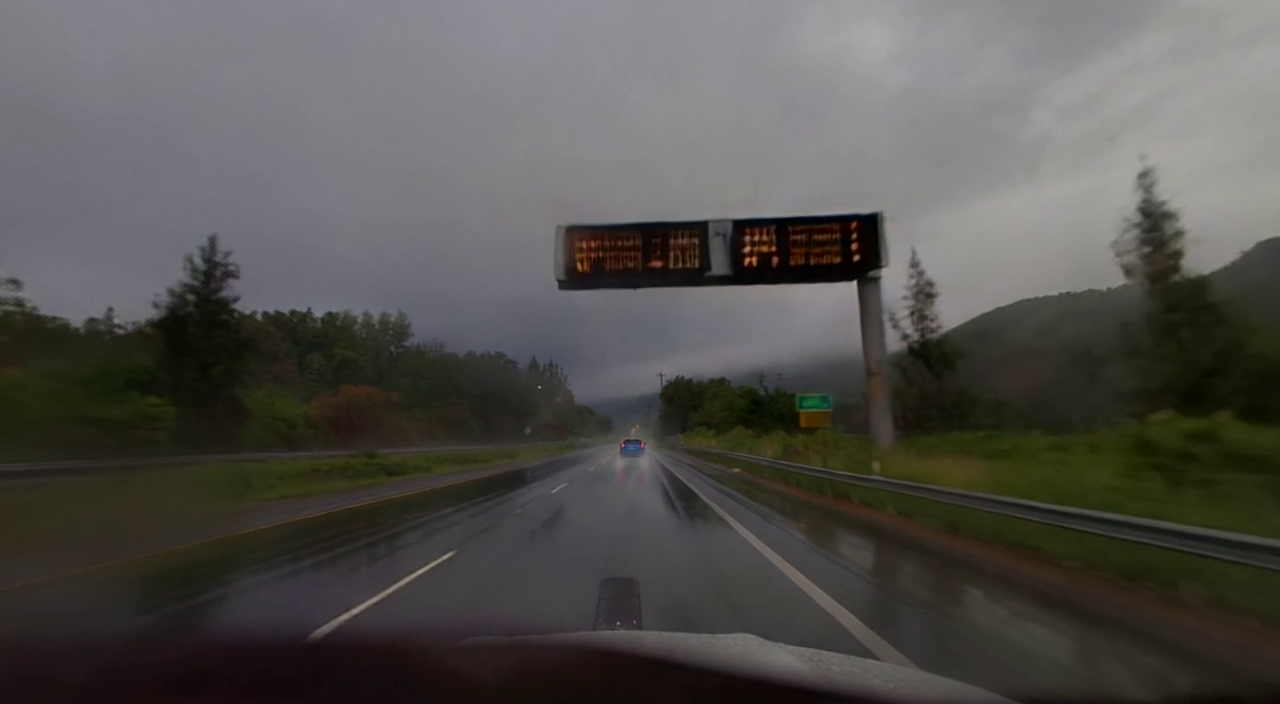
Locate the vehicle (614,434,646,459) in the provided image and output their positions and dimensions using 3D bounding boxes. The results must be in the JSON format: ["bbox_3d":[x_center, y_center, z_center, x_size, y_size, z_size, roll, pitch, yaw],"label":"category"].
[{"bbox_3d":[-0.712,6.661,44.538,2.180,1.717,4.139,0,-8,-1],"label":"vehicle"}]
